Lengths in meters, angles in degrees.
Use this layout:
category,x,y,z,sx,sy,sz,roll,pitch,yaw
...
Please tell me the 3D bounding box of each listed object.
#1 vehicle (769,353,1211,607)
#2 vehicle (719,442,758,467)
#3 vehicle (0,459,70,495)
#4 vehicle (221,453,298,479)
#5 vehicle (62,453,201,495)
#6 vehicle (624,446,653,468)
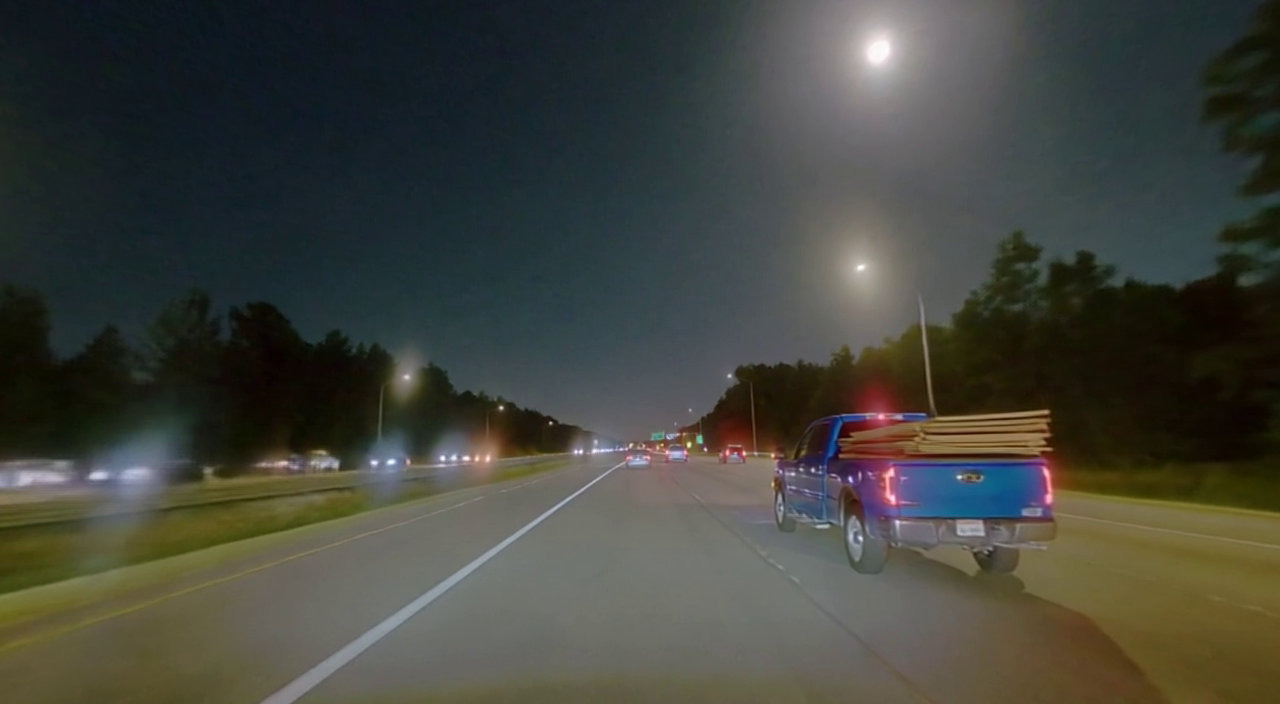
category,x,y,z,sx,sy,sz,roll,pitch,yaw
vehicle,3.443,1.457,8.018,2.354,2.079,5.586,0,-9,0
vehicle,7.249,7.598,46.752,2.189,1.704,4.521,0,-9,0
vehicle,-28.872,5.638,28.541,1.862,1.503,4.385,0,-9,1
vehicle,-25.046,7.494,41.658,1.968,1.541,4.901,0,-9,1
vehicle,-21.304,5.085,26.686,1.894,1.535,4.672,0,-9,1
vehicle,-0.081,7.444,44.906,2.030,1.473,3.926,0,-9,0
